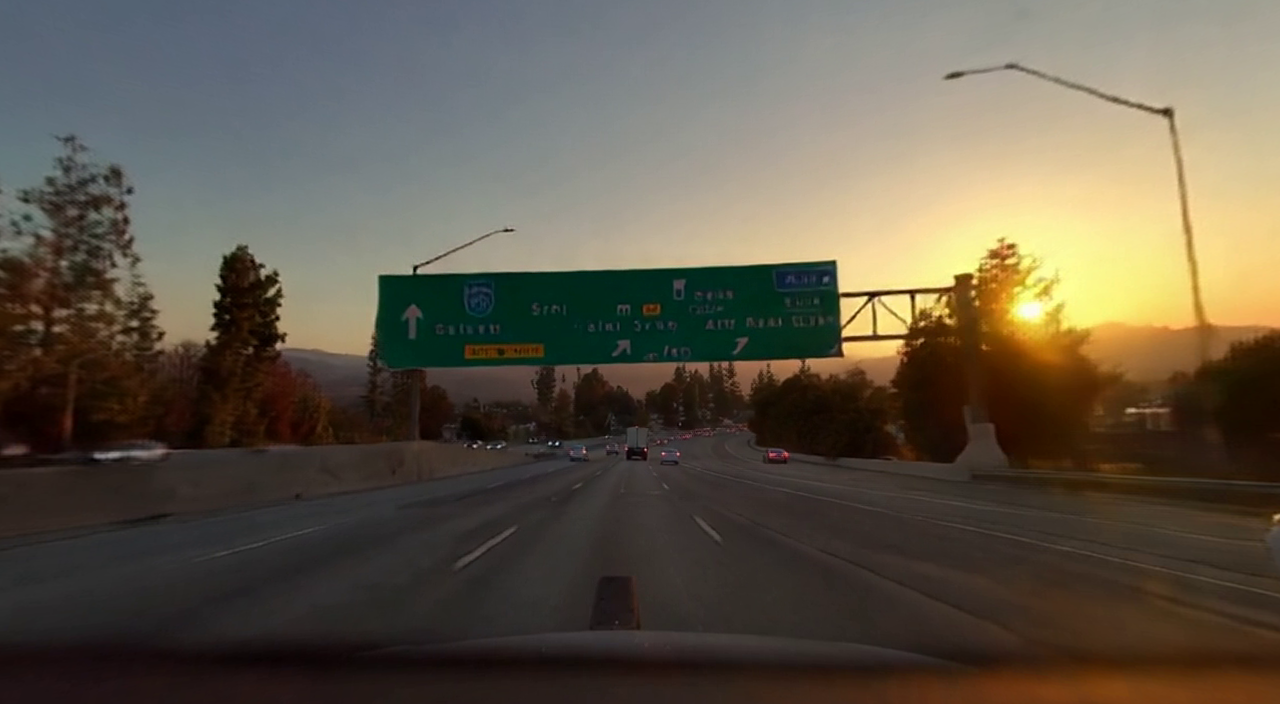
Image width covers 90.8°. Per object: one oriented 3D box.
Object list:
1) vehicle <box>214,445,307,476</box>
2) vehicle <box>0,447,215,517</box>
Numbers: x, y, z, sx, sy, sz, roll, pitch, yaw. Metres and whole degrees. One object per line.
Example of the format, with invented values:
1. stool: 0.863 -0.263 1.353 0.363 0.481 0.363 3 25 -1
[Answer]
1. vehicle: -19.167 5.477 32.172 1.841 1.460 4.708 0 -9 0
2. vehicle: -12.891 3.077 15.474 2.040 1.449 4.216 0 -9 0
